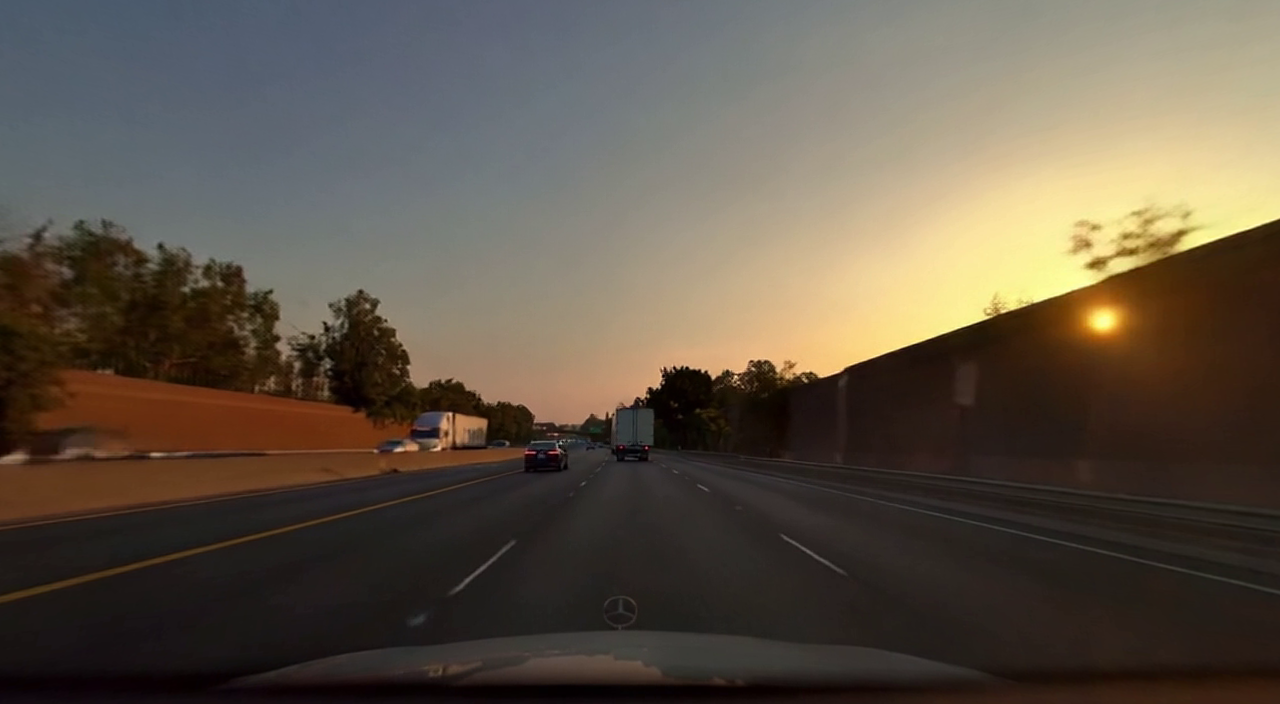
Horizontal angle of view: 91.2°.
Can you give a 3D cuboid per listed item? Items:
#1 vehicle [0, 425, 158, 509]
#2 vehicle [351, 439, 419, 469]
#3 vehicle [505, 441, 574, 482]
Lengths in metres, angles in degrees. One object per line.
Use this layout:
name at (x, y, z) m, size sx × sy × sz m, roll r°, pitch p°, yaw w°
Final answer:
vehicle at (-12.695, 2.321, 12.825) m, size 1.998 × 1.527 × 4.605 m, roll 0°, pitch -9°, yaw 0°
vehicle at (-13.774, 5.550, 34.163) m, size 1.876 × 1.486 × 4.508 m, roll 0°, pitch -9°, yaw 0°
vehicle at (-3.965, 4.422, 25.552) m, size 2.057 × 1.519 × 4.372 m, roll -1°, pitch -9°, yaw 1°
